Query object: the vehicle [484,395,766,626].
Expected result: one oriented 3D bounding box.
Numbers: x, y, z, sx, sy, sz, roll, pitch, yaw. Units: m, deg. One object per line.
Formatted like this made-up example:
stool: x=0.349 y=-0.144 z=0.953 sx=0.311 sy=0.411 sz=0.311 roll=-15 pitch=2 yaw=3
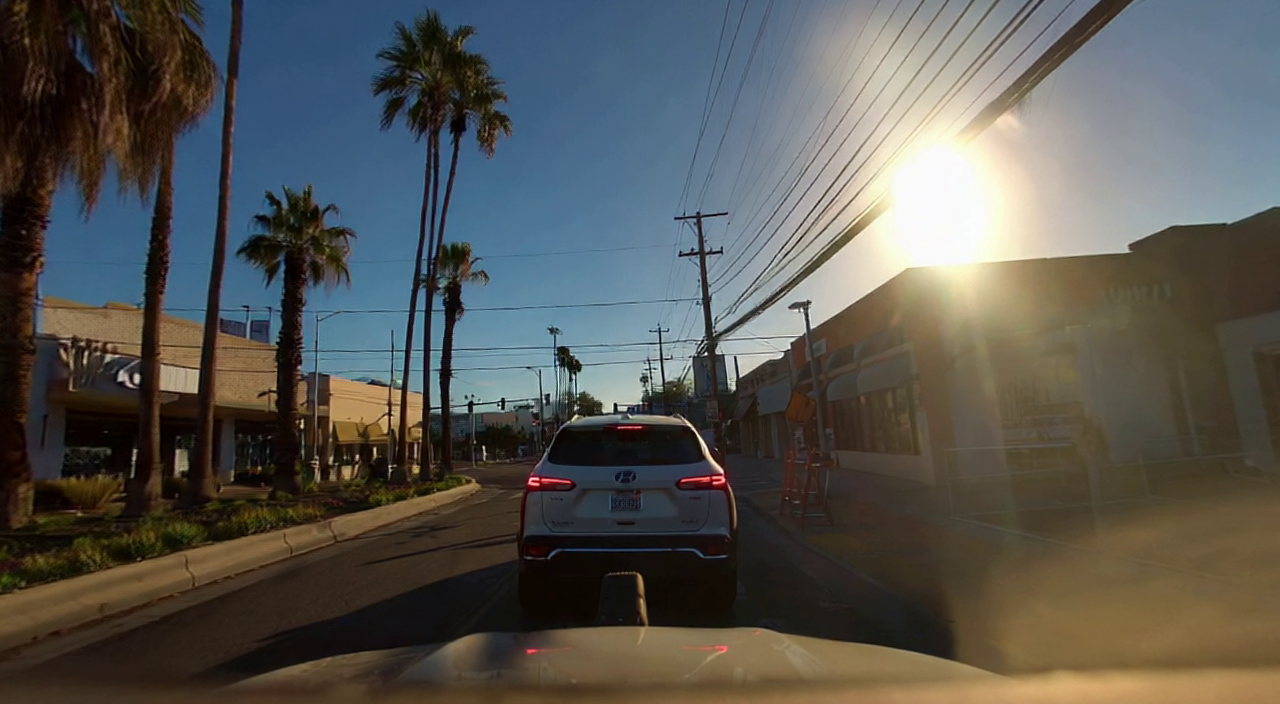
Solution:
vehicle: x=-0.194 y=1.456 z=6.686 sx=2.105 sy=1.702 sz=3.750 roll=0 pitch=-8 yaw=-3
